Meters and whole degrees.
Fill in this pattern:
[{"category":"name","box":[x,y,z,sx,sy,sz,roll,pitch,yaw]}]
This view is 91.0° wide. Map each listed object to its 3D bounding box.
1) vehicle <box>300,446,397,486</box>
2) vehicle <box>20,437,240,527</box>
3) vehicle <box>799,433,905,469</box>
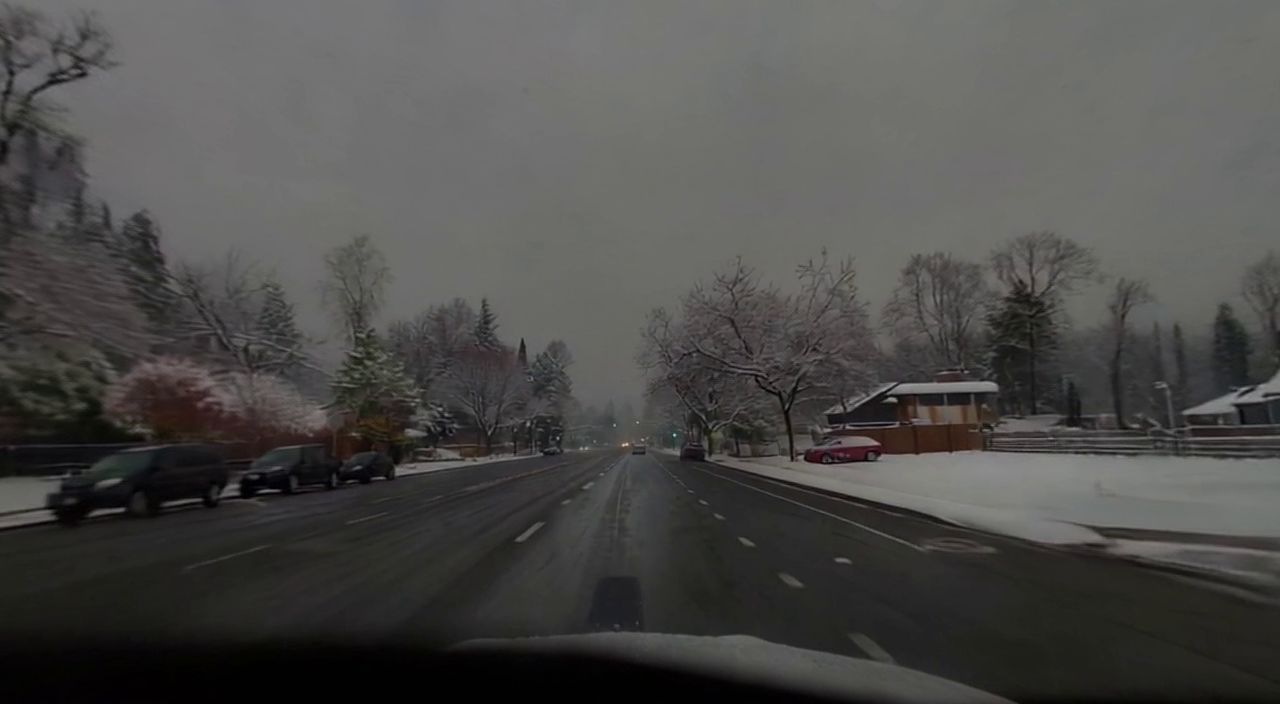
[{"category":"vehicle","box":[-12.167,4.808,26.646,1.888,1.477,4.629,-1,-10,0]},{"category":"vehicle","box":[-12.096,3.092,15.408,1.932,1.673,4.314,-5,-9,-2]},{"category":"vehicle","box":[11.272,5.288,33.739,4.880,1.842,2.069,0,-9,-1]}]
